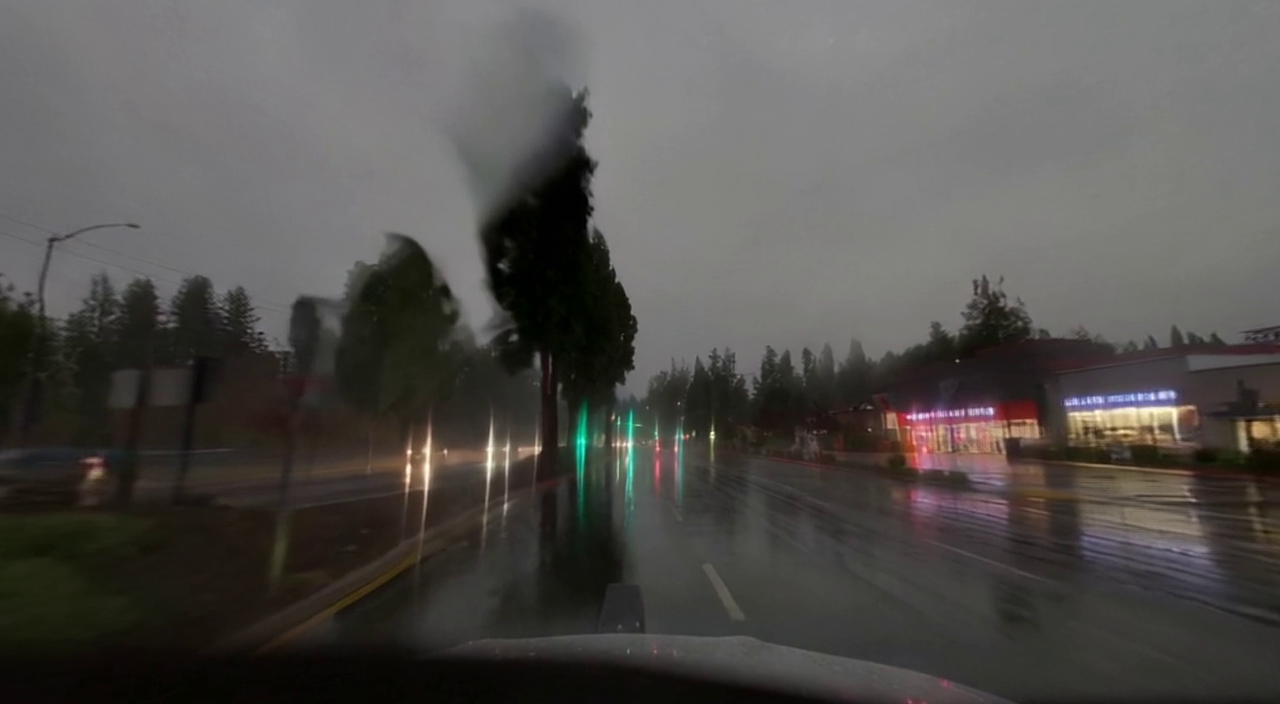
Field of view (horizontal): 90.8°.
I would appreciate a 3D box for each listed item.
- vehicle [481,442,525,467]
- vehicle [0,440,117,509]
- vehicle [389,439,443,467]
[{"bbox_3d":[-8.998,6.757,41.749,2.107,1.560,3.955,0,-9,-1],"label":"vehicle"},{"bbox_3d":[-14.771,2.744,14.281,1.967,1.453,4.539,0,-9,0],"label":"vehicle"},{"bbox_3d":[-14.918,6.728,42.282,1.924,1.767,4.397,0,-9,1],"label":"vehicle"}]
